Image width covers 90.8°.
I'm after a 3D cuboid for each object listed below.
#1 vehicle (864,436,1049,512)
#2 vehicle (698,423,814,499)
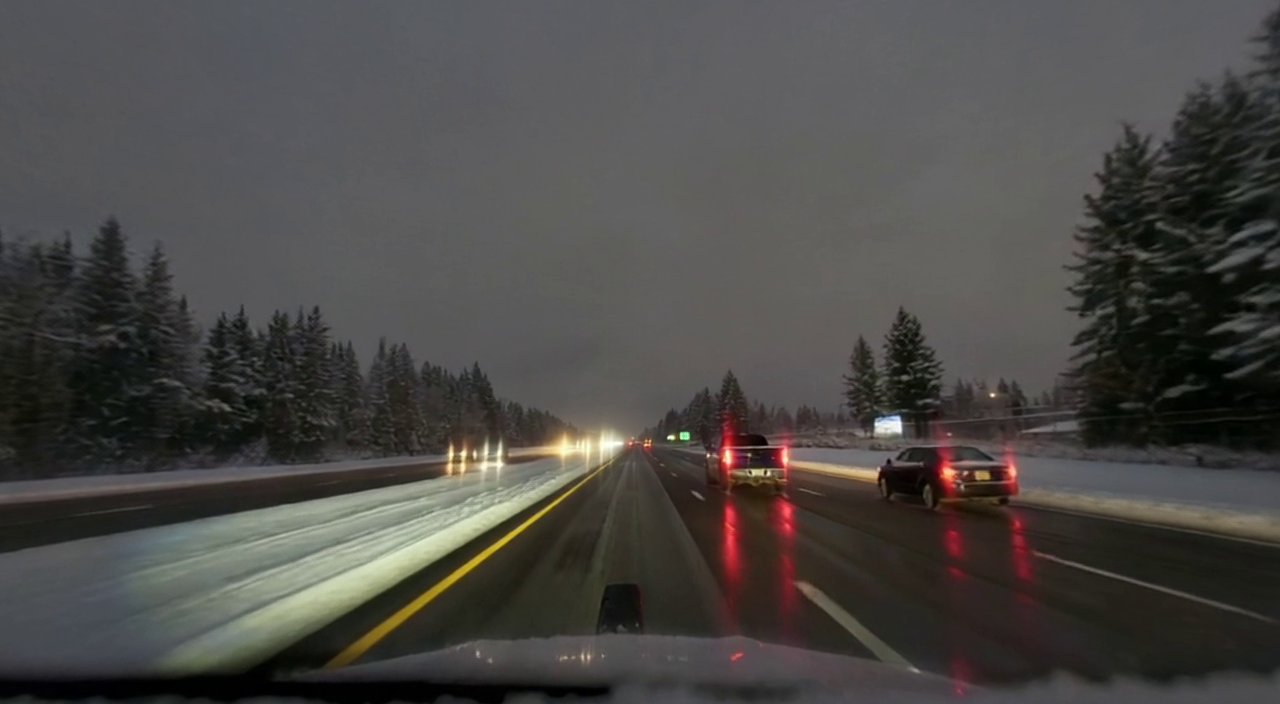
[{"bbox_3d":[6.866,2.674,14.303,2.009,1.456,4.097,0,-9,-1],"label":"vehicle"},{"bbox_3d":[3.027,3.000,17.786,2.258,1.824,4.908,0,-9,-1],"label":"vehicle"}]
